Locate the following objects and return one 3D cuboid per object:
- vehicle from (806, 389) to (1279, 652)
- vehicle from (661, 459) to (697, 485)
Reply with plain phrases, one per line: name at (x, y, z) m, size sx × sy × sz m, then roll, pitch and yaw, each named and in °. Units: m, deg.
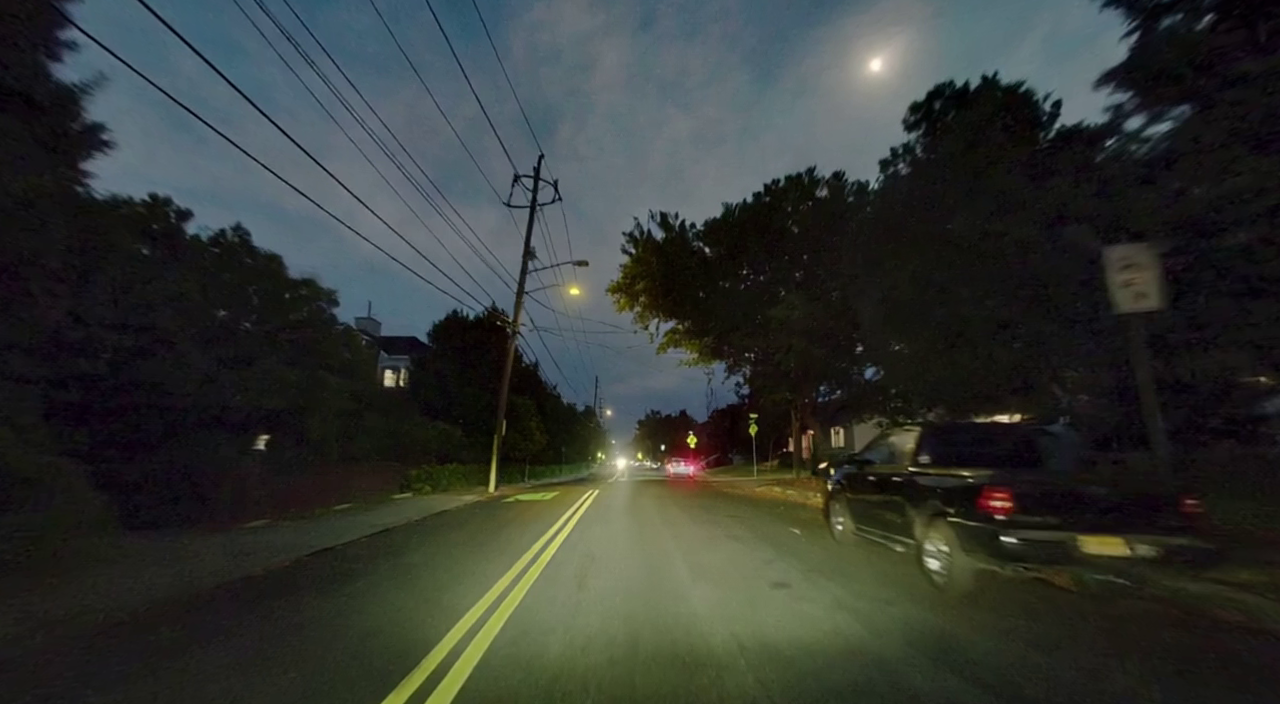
vehicle at (3.452, 1.477, 6.680) m, size 2.097 × 1.742 × 4.789 m, roll 0°, pitch -8°, yaw 0°
vehicle at (2.623, 8.249, 43.857) m, size 1.989 × 1.545 × 5.423 m, roll 0°, pitch -8°, yaw -2°
